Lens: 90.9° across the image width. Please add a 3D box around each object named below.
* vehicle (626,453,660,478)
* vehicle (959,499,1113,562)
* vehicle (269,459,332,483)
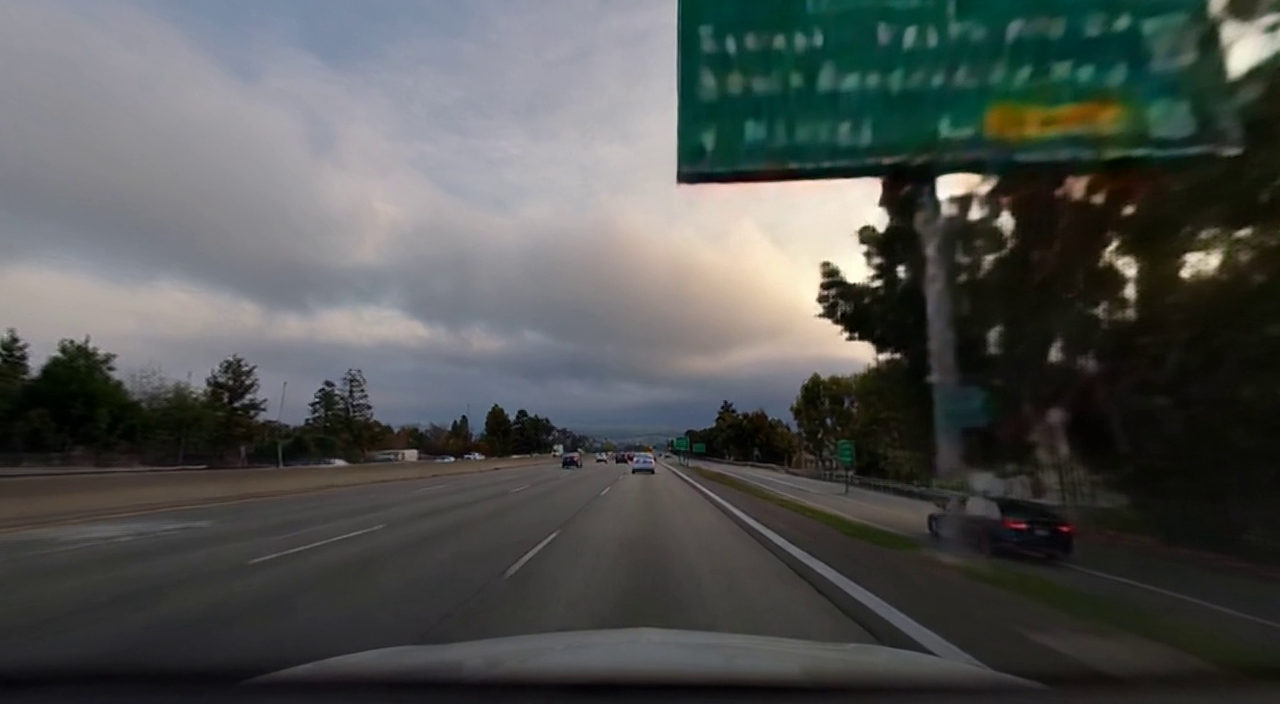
[{"bbox_3d":[0.204,7.157,39.957,2.051,1.443,3.770,0,-9,1],"label":"vehicle"},{"bbox_3d":[17.249,7.762,28.004,2.599,1.962,5.759,1,-9,-7],"label":"vehicle"},{"bbox_3d":[-22.896,8.042,42.674,1.810,1.450,4.356,0,-9,0],"label":"vehicle"}]
